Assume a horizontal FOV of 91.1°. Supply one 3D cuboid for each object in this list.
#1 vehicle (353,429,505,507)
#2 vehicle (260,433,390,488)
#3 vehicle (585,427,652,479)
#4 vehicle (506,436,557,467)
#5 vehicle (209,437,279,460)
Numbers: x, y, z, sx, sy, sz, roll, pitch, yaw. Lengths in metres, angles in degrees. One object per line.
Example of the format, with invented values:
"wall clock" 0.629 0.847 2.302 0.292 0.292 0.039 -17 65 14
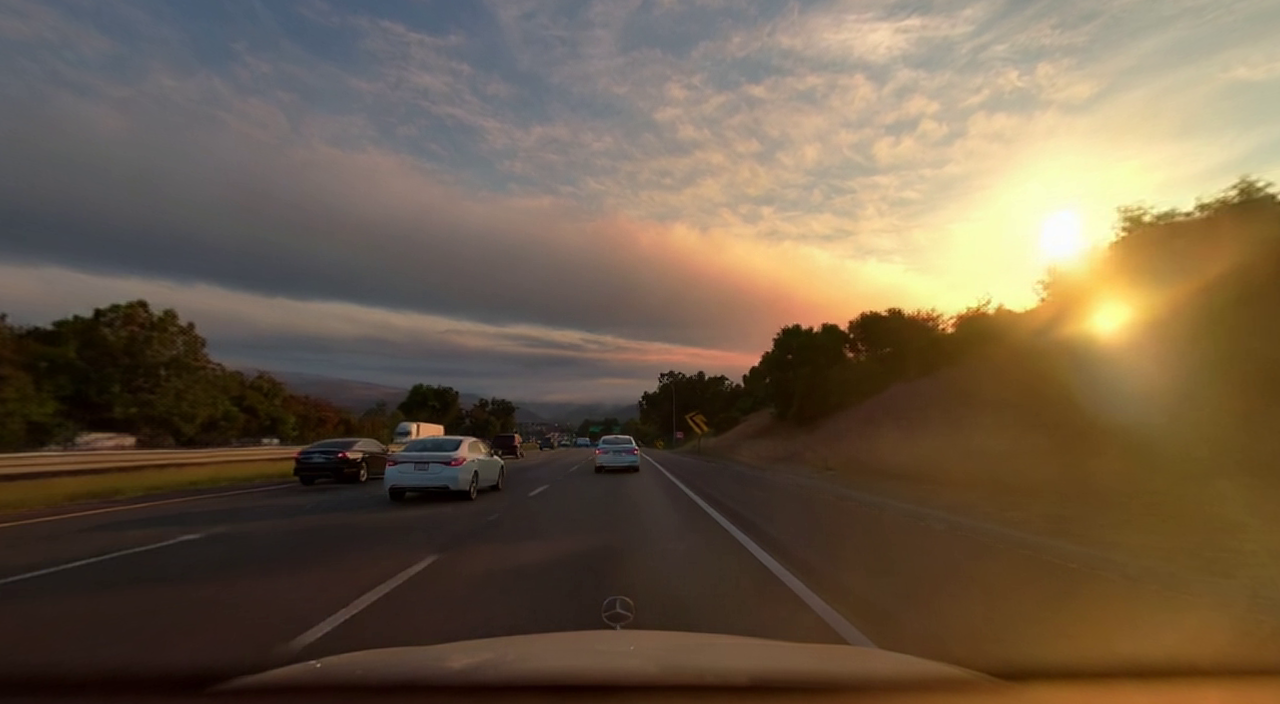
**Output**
"vehicle" -4.518 2.514 14.269 1.971 1.464 4.386 0 -8 -1
"vehicle" -9.258 3.187 18.904 1.850 1.439 3.932 0 -8 0
"vehicle" -0.737 3.554 22.477 2.178 1.658 3.916 0 -8 -1
"vehicle" -5.228 4.835 30.820 1.835 1.432 3.835 0 -8 0
"vehicle" -25.953 6.335 41.421 1.802 1.434 4.370 0 -8 -1
